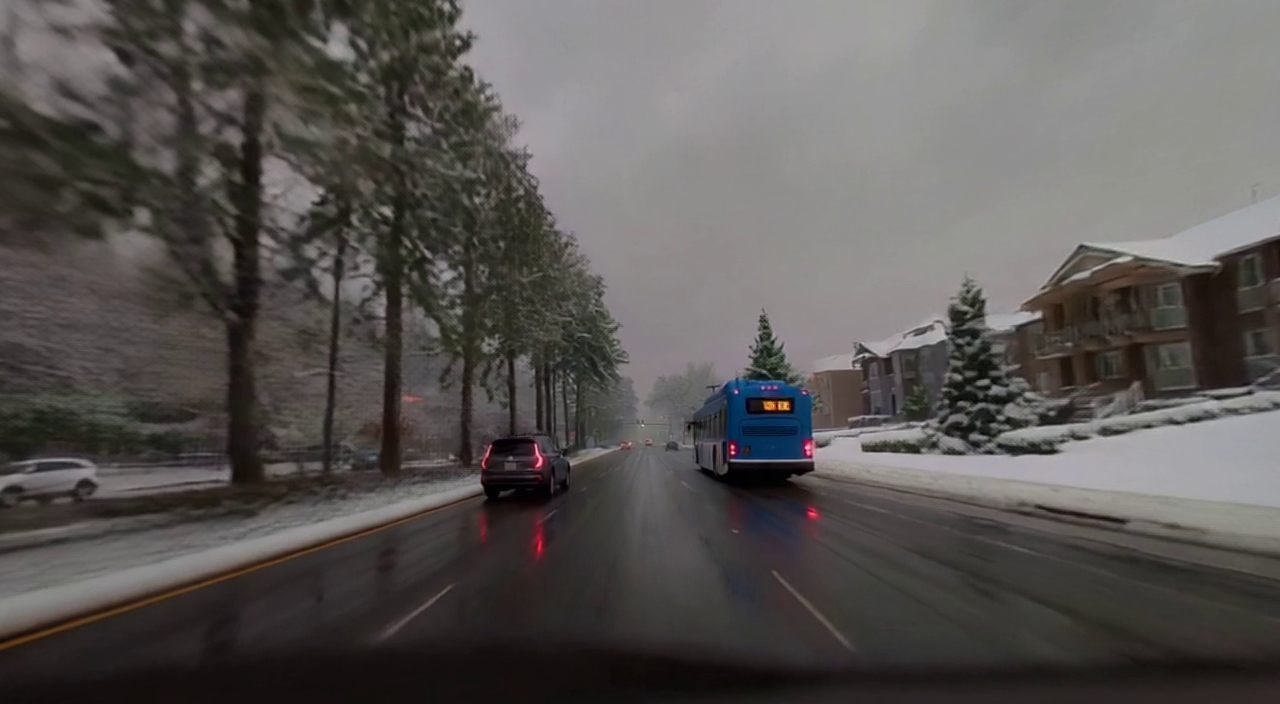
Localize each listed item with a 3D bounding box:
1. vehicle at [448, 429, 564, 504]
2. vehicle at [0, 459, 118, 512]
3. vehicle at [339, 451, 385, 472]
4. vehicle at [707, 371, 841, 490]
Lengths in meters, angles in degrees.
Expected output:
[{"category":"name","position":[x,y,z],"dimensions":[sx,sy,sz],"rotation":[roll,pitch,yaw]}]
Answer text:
[{"category":"vehicle","position":[-3.472,3.071,17.275],"dimensions":[2.111,1.767,4.333],"rotation":[0,-8,2]},{"category":"vehicle","position":[-22.292,4.831,23.176],"dimensions":[2.018,1.648,4.631],"rotation":[0,-8,-1]},{"category":"vehicle","position":[-22.009,8.700,49.869],"dimensions":[1.781,1.553,3.896],"rotation":[0,-8,2]},{"category":"vehicle","position":[4.360,3.094,23.788],"dimensions":[3.072,3.278,12.747],"rotation":[-1,-8,4]}]
